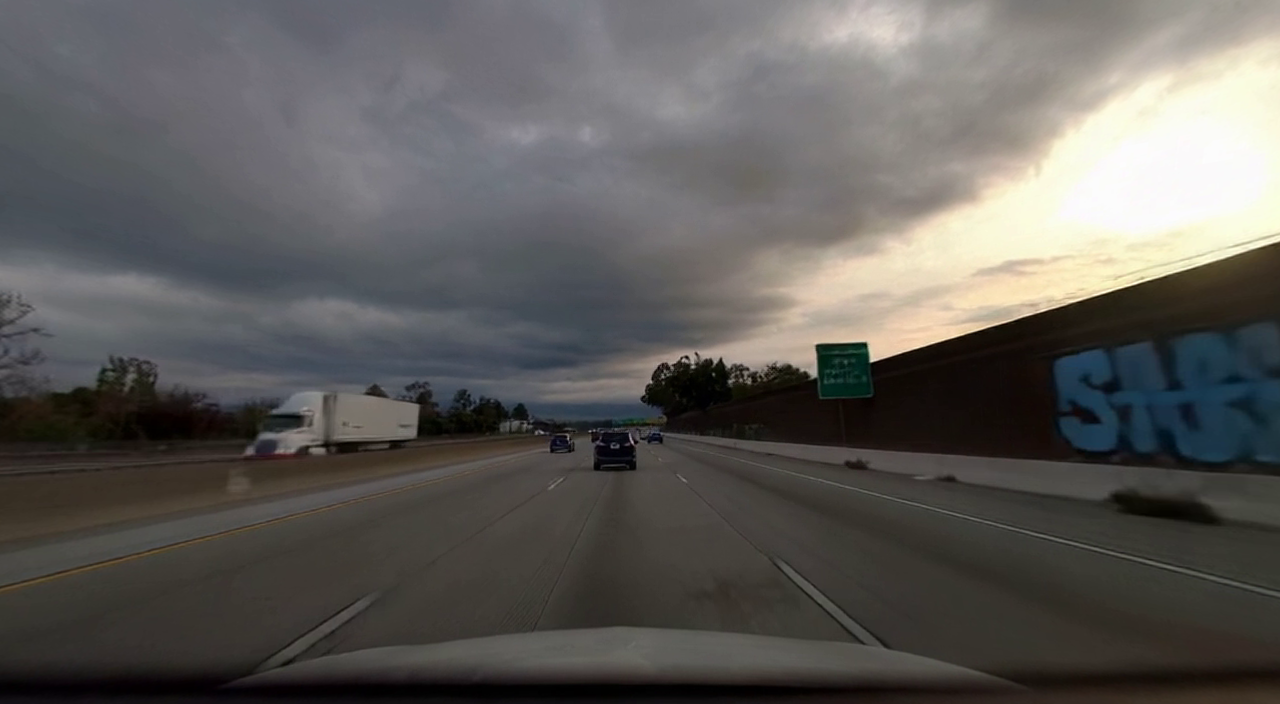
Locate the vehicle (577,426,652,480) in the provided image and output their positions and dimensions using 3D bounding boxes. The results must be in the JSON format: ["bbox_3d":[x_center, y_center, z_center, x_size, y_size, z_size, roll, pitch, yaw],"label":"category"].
[{"bbox_3d":[-0.730,3.038,19.236,2.044,1.477,3.693,0,-8,-1],"label":"vehicle"}]

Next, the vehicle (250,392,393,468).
[{"bbox_3d":[-17.429,4.467,35.639,2.979,3.672,9.989,0,-8,-1],"label":"vehicle"}]

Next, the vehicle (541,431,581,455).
[{"bbox_3d":[-5.032,5.864,40.759,2.022,1.440,4.491,0,-8,-1],"label":"vehicle"}]
